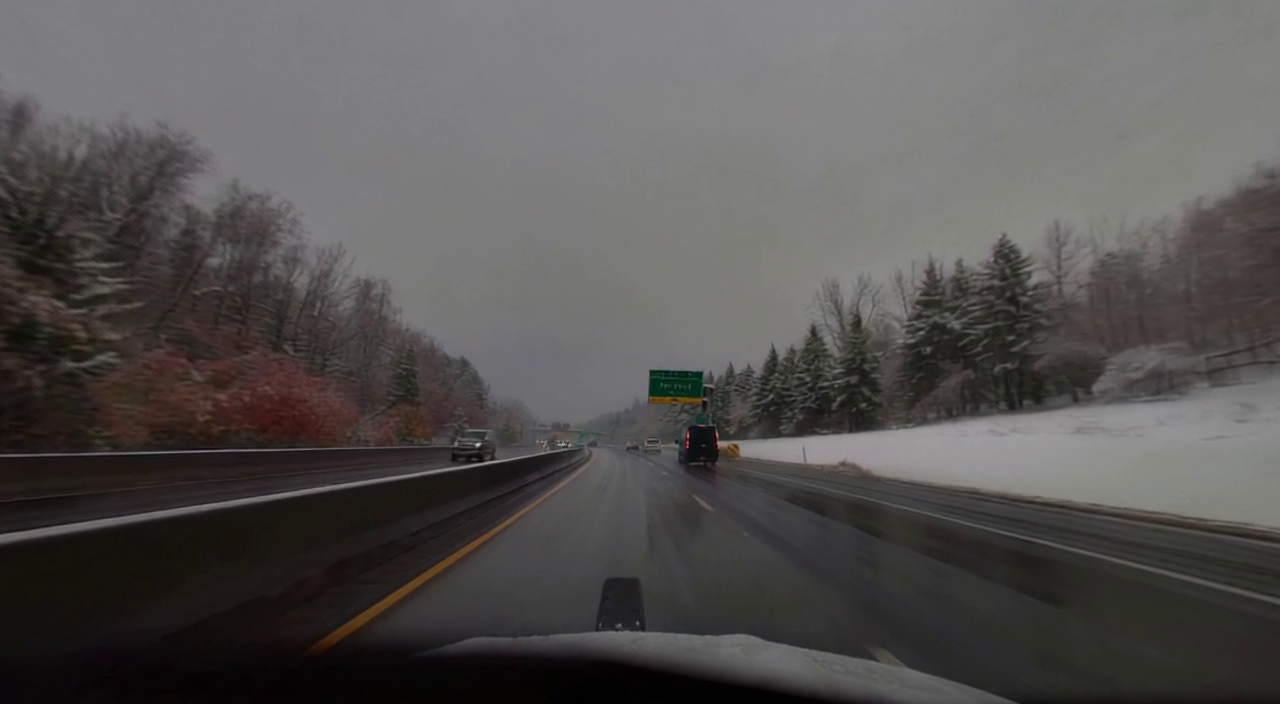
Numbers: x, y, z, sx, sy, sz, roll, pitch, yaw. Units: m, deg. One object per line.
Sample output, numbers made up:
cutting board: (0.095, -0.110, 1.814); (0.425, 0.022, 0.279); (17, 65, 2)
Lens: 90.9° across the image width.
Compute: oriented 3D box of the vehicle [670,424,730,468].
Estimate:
vehicle: (3.000, 4.858, 32.620); (2.393, 2.072, 4.958); (1, -8, -3)
